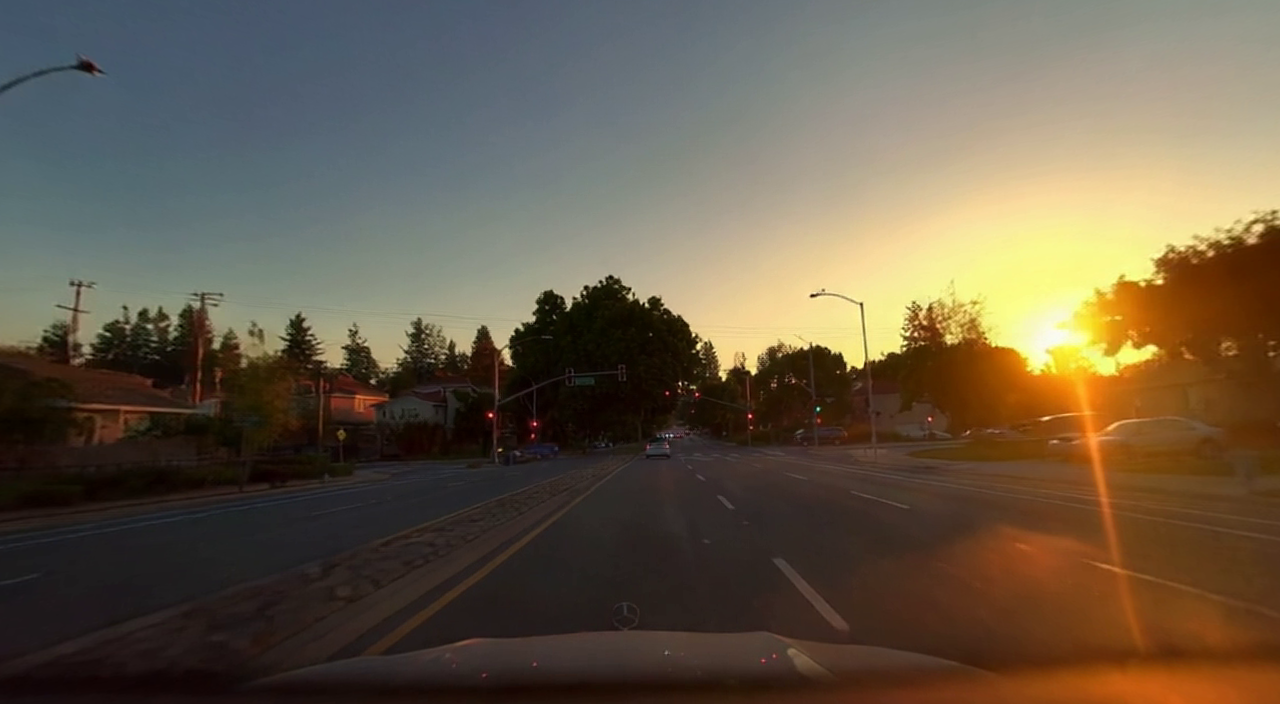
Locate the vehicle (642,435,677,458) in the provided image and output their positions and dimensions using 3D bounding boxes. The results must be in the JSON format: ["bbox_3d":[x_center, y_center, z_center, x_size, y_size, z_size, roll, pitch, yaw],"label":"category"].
[{"bbox_3d":[1.498,6.987,46.603,2.074,1.570,3.647,0,-8,9],"label":"vehicle"}]
